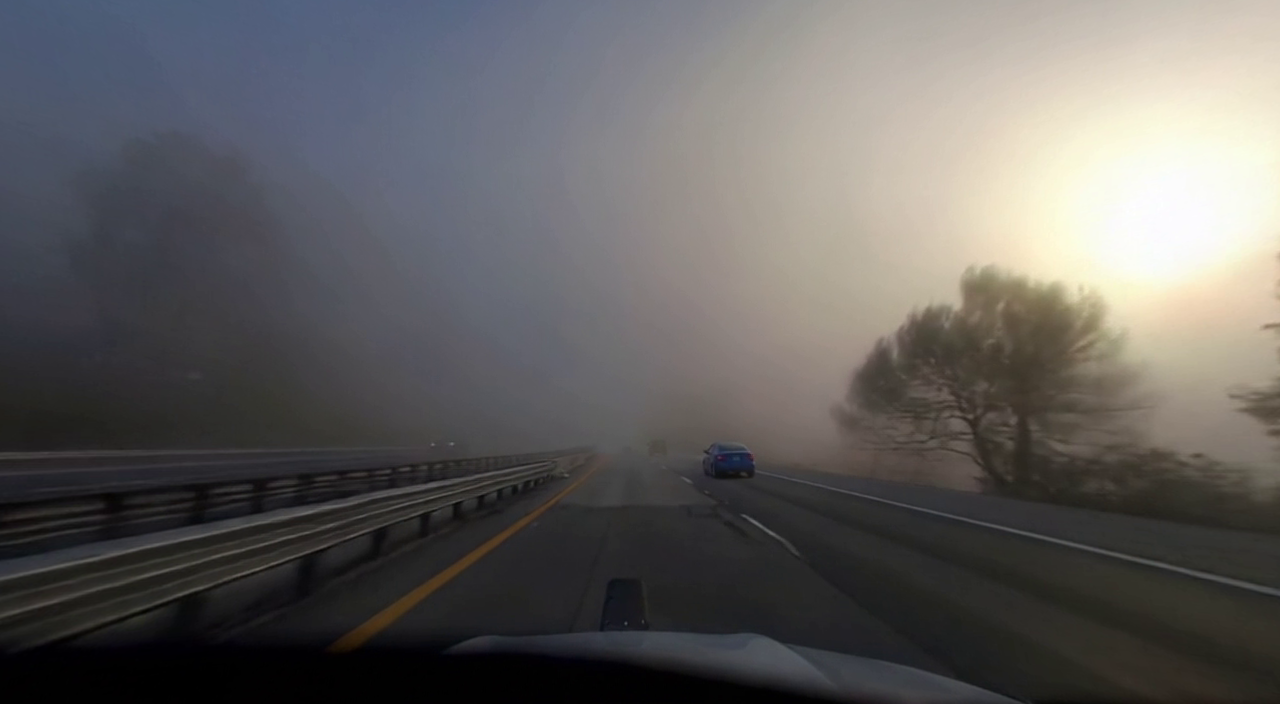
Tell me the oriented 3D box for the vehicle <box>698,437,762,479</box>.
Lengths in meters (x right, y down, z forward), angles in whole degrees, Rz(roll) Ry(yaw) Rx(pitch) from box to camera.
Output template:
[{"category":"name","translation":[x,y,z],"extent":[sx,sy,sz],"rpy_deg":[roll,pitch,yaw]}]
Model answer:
[{"category":"vehicle","translation":[3.529,4.217,25.233],"extent":[1.945,1.538,3.729],"rpy_deg":[0,-8,-1]}]
